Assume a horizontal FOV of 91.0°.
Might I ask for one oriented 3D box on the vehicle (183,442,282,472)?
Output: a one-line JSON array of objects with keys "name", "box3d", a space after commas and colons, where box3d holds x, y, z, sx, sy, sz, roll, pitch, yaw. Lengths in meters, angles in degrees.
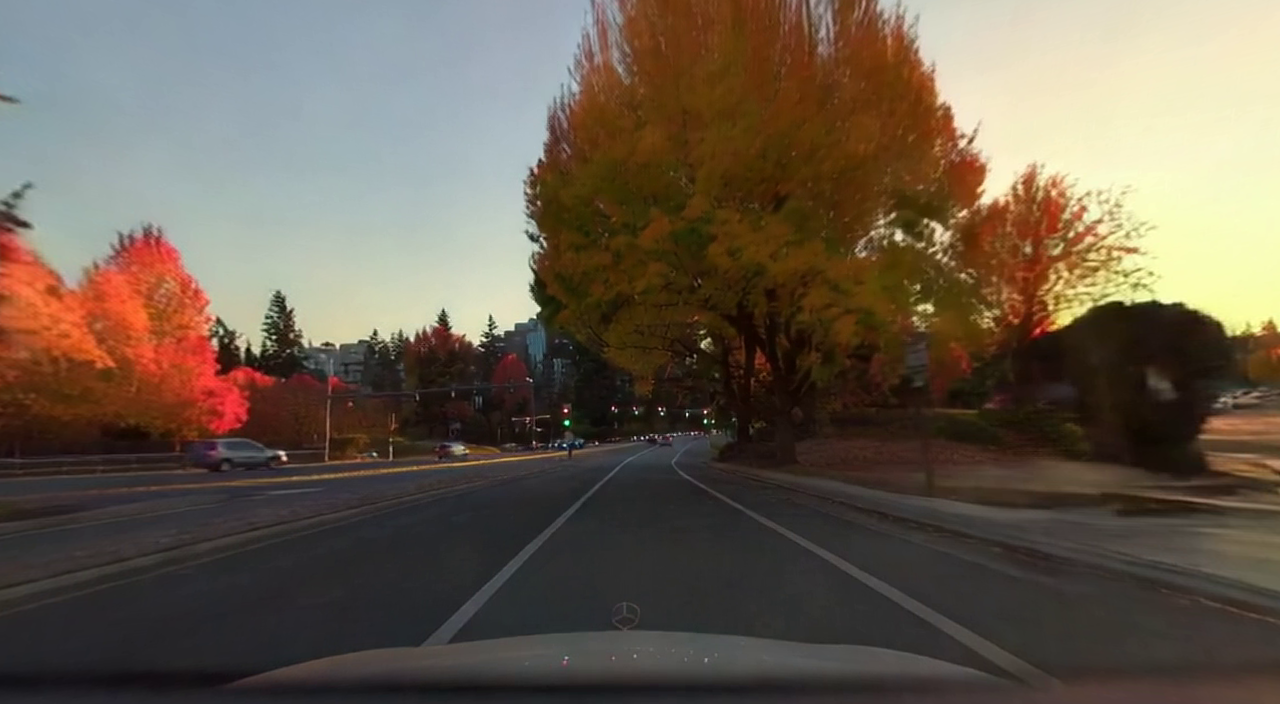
[{"name": "vehicle", "box3d": [-28.754, 7.398, 44.688, 2.242, 1.955, 5.600, -3, -9, 19]}]
